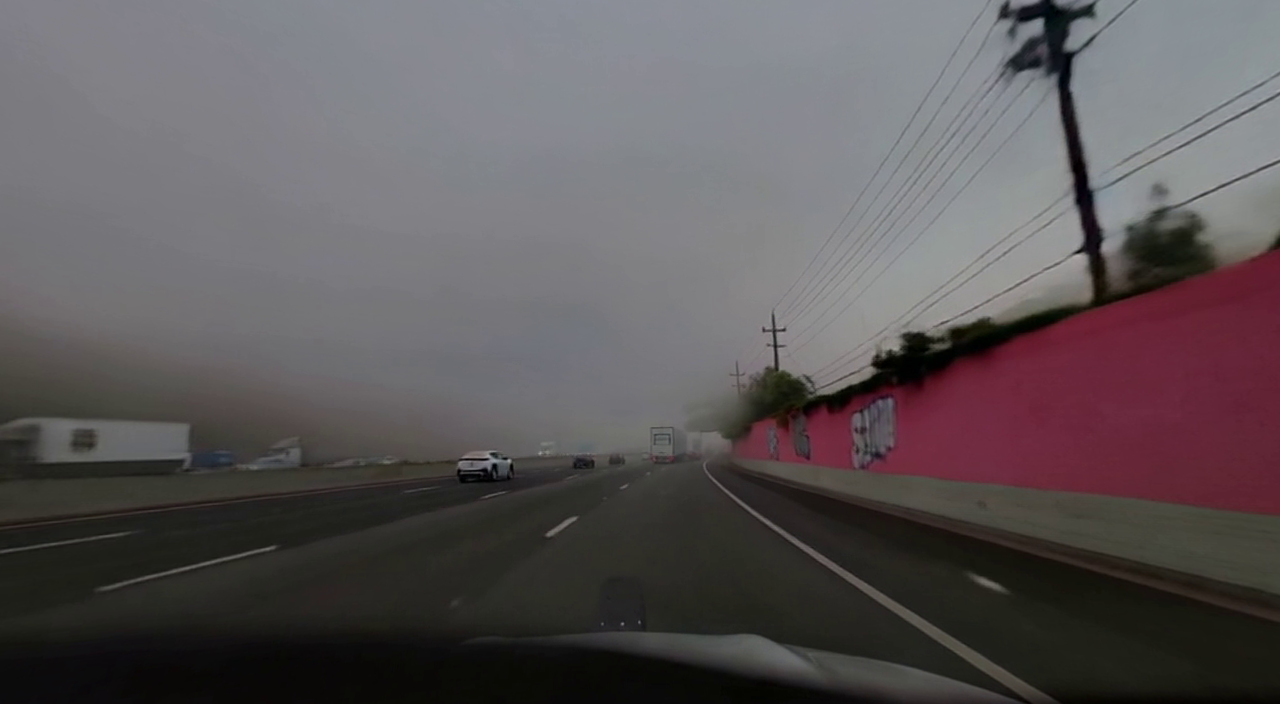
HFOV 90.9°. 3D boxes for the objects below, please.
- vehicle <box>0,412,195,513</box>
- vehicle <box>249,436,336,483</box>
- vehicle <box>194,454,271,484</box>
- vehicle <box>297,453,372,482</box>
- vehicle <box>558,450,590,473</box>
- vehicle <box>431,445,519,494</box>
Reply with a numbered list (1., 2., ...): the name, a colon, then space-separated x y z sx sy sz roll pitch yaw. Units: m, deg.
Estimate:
1. vehicle: -22.323 4.212 24.456 2.878 3.290 9.214 -1 -9 3
2. vehicle: -24.808 7.656 45.290 2.499 3.087 5.698 -1 -9 6
3. vehicle: -29.648 8.482 46.094 2.067 1.971 4.827 -1 -9 6
4. vehicle: -20.989 7.934 43.573 2.076 1.824 5.373 -1 -9 5
5. vehicle: -4.559 7.558 43.644 1.708 1.489 2.840 -1 -9 4
6. vehicle: -5.796 4.163 22.679 1.966 1.565 3.766 -1 -9 3
